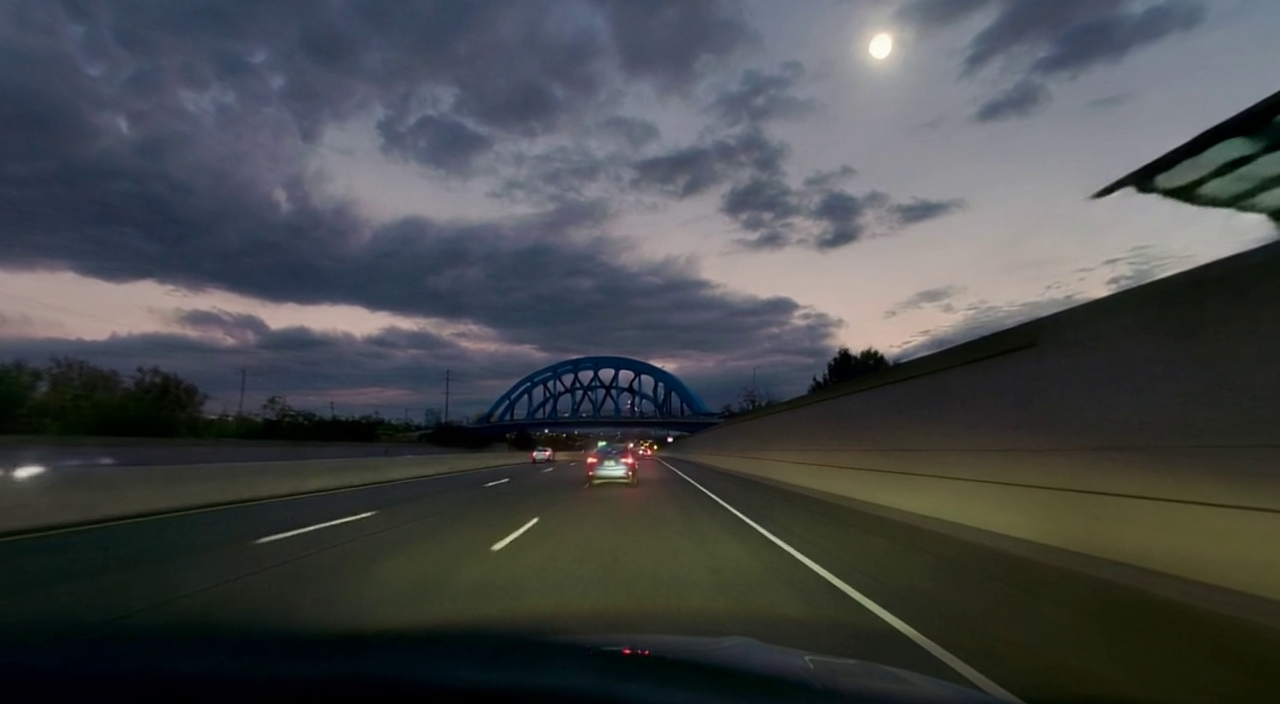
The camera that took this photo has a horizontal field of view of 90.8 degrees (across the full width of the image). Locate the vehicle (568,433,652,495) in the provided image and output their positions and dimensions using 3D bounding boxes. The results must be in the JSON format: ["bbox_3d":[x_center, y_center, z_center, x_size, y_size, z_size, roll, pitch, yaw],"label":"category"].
[{"bbox_3d":[-0.800,3.503,20.091,2.299,1.716,4.579,-1,-9,2],"label":"vehicle"}]

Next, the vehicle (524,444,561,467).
[{"bbox_3d":[-7.293,7.774,47.525,2.024,1.605,4.499,0,-9,0],"label":"vehicle"}]
